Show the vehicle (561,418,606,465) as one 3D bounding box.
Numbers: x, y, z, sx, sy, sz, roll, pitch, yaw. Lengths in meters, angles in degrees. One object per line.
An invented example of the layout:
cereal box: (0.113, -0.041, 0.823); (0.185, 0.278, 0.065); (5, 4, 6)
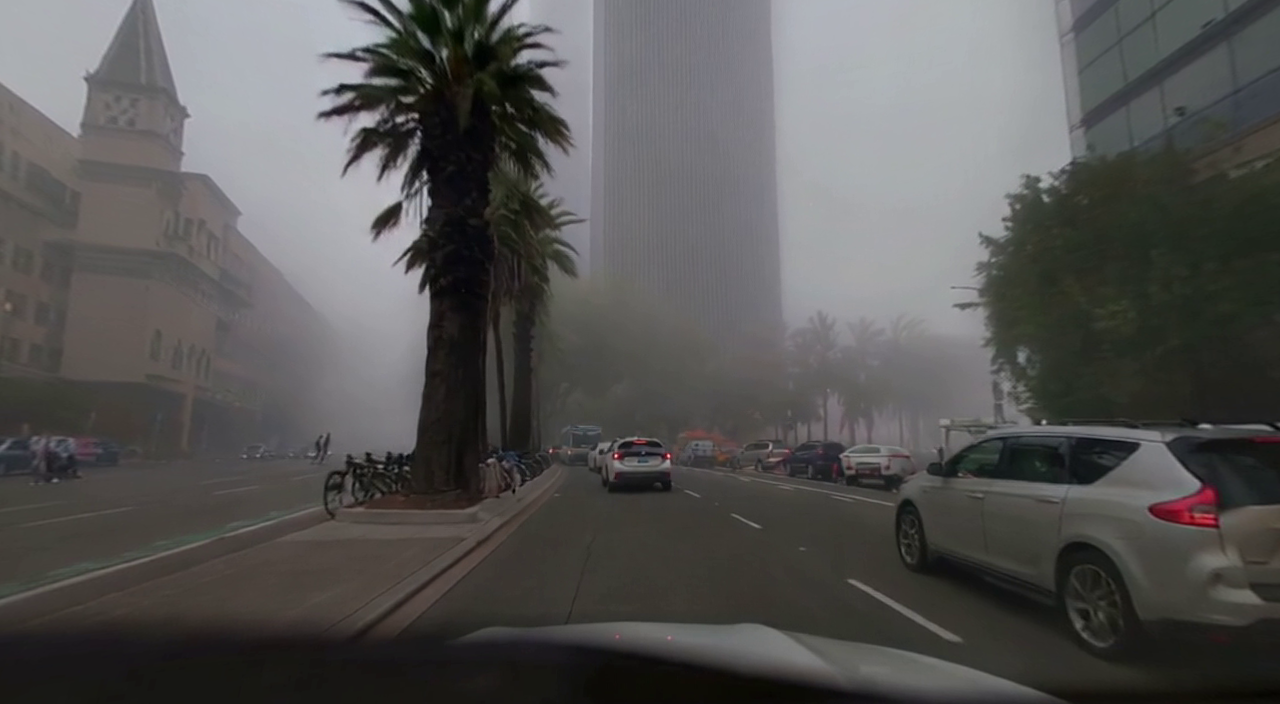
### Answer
vehicle: (-3.833, 6.000, 42.190); (2.400, 2.872, 6.053); (2, -9, -10)

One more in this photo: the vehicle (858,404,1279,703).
vehicle: (3.740, 1.329, 5.021); (2.116, 1.500, 4.702); (0, -9, -3)

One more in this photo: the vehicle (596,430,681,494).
vehicle: (-0.162, 3.109, 18.066); (2.111, 1.605, 3.832); (1, -9, -5)

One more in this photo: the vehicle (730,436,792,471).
vehicle: (6.270, 5.346, 33.326); (1.860, 1.684, 4.211); (1, -9, -9)

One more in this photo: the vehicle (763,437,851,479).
vehicle: (6.986, 4.488, 27.006); (2.067, 1.641, 4.569); (1, -9, -6)
